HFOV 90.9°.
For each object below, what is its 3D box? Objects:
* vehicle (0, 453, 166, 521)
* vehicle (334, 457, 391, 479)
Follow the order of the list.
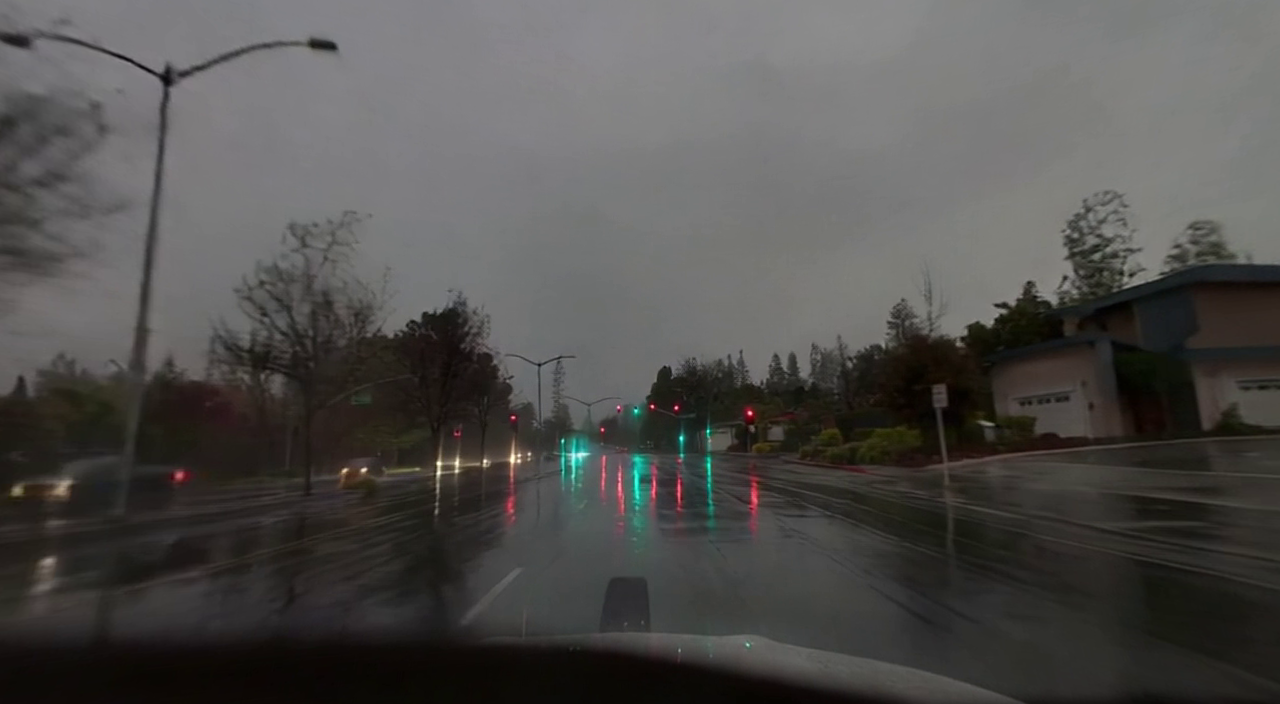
[{"bbox_3d":[-16.669,3.893,18.672,1.935,1.686,4.202,-3,-9,0],"label":"vehicle"},{"bbox_3d":[-20.368,8.534,46.543,2.035,1.453,4.600,0,-9,1],"label":"vehicle"}]
